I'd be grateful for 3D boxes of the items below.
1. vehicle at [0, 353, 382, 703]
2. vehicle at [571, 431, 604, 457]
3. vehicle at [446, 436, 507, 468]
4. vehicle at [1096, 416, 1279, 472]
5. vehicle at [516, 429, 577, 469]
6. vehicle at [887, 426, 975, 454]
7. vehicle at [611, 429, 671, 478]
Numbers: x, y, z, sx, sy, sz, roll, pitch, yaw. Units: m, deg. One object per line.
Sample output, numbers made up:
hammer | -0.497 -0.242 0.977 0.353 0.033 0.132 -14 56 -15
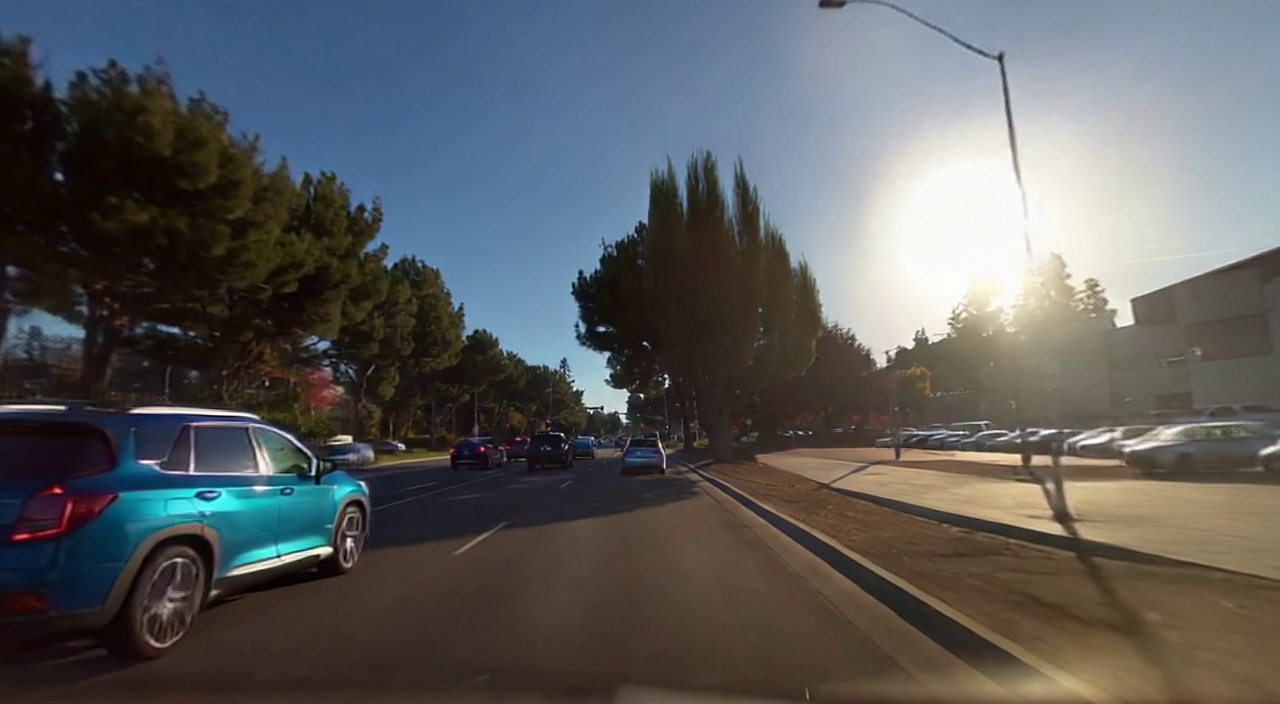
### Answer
vehicle | -3.802 1.104 4.533 2.070 1.641 4.152 0 -8 0
vehicle | -3.806 6.762 46.132 2.047 1.810 4.414 0 -8 0
vehicle | -8.121 4.996 31.600 1.926 1.463 4.450 0 -8 -1
vehicle | 17.228 2.882 19.748 4.290 1.664 1.893 0 -8 -3
vehicle | -4.255 4.516 29.244 2.113 1.713 4.422 0 -8 0
vehicle | 17.503 5.318 37.894 4.329 1.656 1.873 0 -8 1
vehicle | 0.033 3.724 23.283 2.042 1.641 4.187 0 -8 0
